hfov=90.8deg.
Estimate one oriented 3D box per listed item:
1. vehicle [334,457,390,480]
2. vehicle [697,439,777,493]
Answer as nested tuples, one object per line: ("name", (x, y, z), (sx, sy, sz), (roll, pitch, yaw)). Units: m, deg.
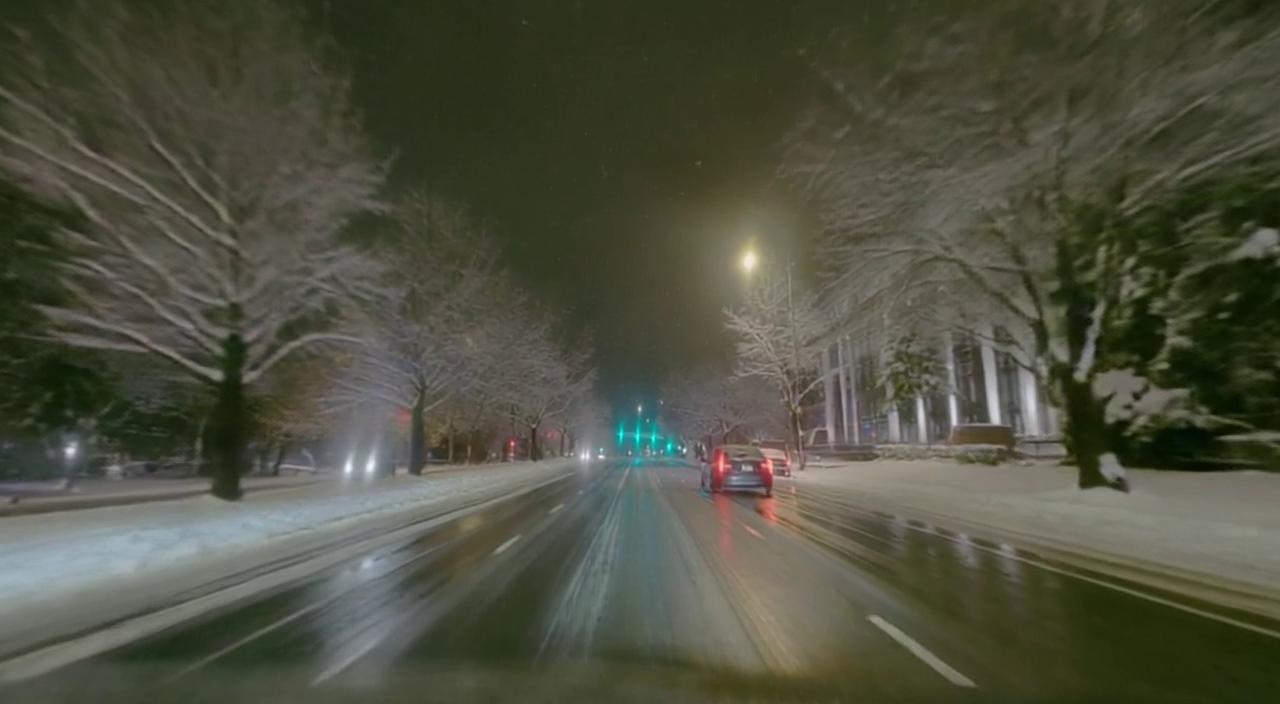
("vehicle", (-19.409, 8.127, 44.311), (1.839, 1.481, 4.585), (0, -8, 1))
("vehicle", (3.348, 4.033, 22.749), (2.083, 1.743, 4.354), (0, -8, -1))
